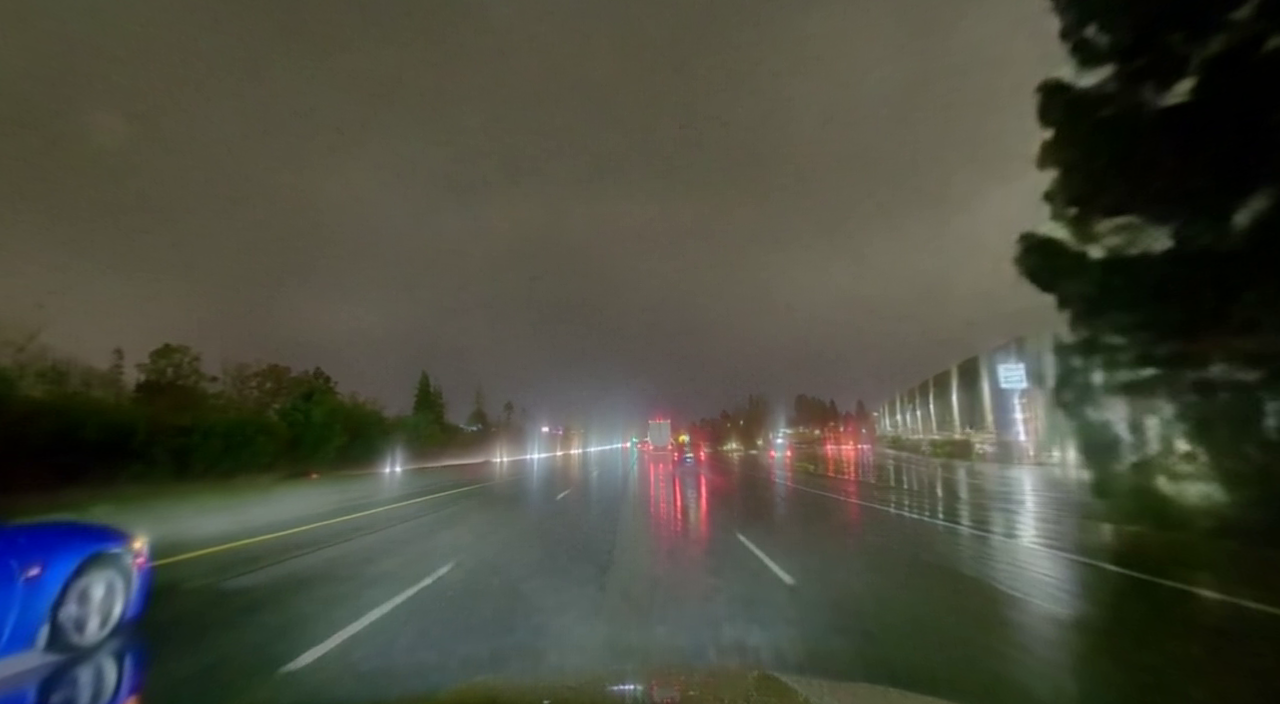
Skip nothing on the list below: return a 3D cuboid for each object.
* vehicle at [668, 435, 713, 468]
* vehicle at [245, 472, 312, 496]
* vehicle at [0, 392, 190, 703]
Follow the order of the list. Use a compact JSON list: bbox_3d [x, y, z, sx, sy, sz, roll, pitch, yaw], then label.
[{"bbox_3d":[2.774,5.641,35.967,2.065,1.760,4.488,0,-8,-1],"label":"vehicle"},{"bbox_3d":[-27.565,10.071,48.411,2.104,1.431,4.891,0,-8,2],"label":"vehicle"},{"bbox_3d":[-4.228,0.857,2.140,1.903,1.607,4.770,0,-8,0],"label":"vehicle"}]
